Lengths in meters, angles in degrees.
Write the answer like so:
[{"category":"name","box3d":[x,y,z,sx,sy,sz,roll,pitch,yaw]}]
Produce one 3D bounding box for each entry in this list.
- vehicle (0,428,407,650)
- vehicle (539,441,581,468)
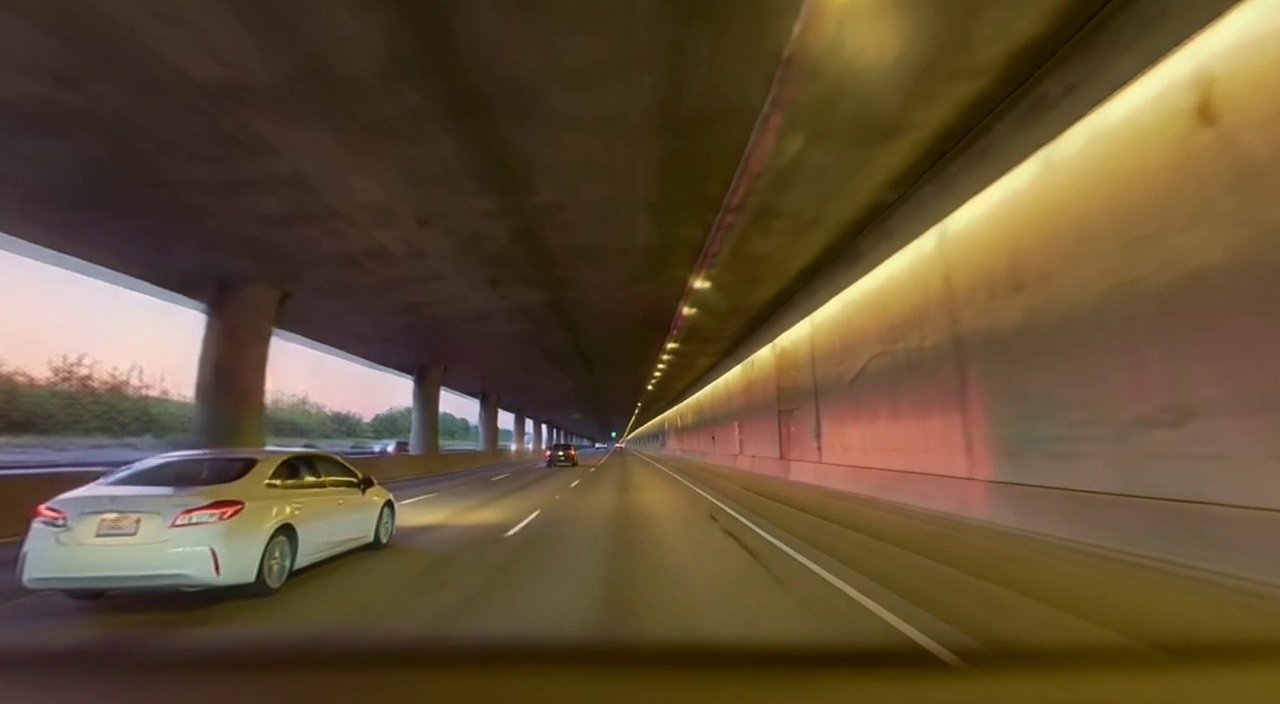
[{"category":"vehicle","box3d":[-4.068,1.530,6.281,1.885,1.424,4.230,-1,-8,0]},{"category":"vehicle","box3d":[-4.533,5.884,36.344,1.973,1.474,4.199,0,-8,-2]}]
